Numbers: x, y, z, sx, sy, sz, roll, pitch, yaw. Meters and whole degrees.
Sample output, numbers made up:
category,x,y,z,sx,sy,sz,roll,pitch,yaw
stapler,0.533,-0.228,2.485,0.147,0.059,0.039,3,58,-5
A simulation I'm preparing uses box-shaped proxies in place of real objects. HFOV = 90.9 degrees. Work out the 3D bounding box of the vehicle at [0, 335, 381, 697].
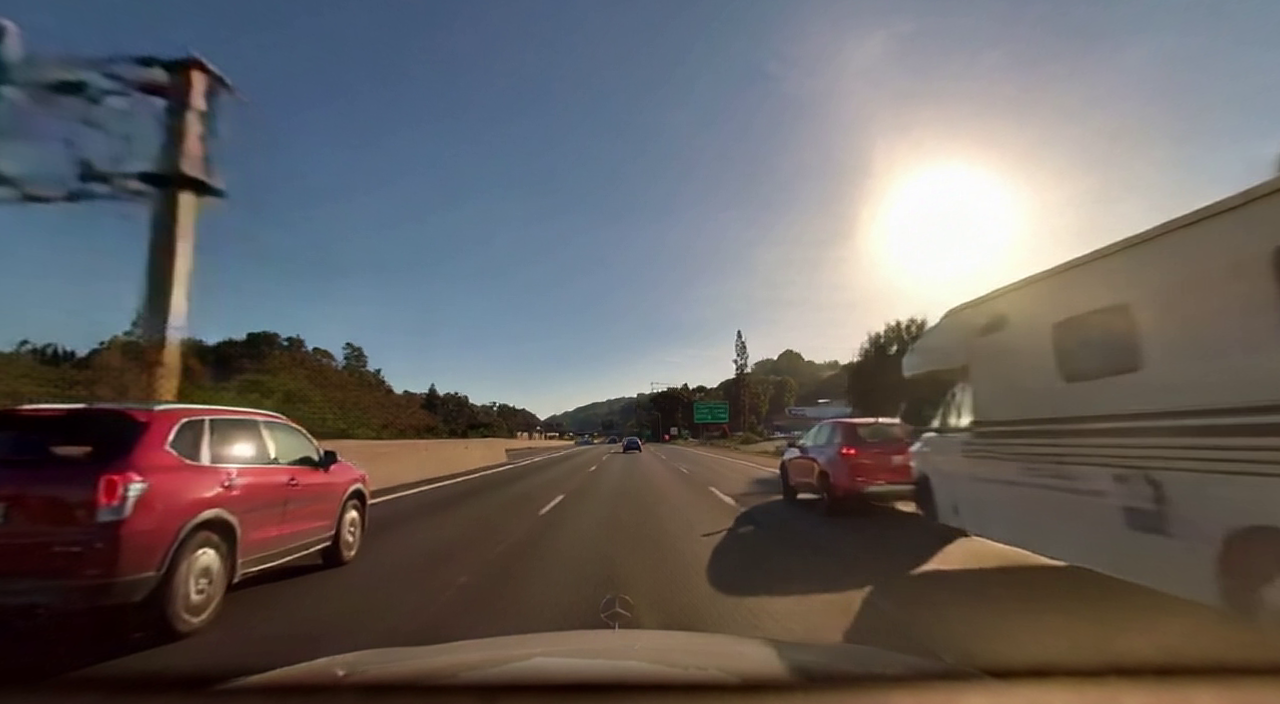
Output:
category,x,y,z,sx,sy,sz,roll,pitch,yaw
vehicle,-4.113,1.074,5.229,2.061,1.732,4.457,0,-8,-1

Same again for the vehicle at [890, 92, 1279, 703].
category,x,y,z,sx,sy,sz,roll,pitch,yaw
vehicle,3.851,0.401,3.332,2.590,2.680,5.445,0,-8,-2
